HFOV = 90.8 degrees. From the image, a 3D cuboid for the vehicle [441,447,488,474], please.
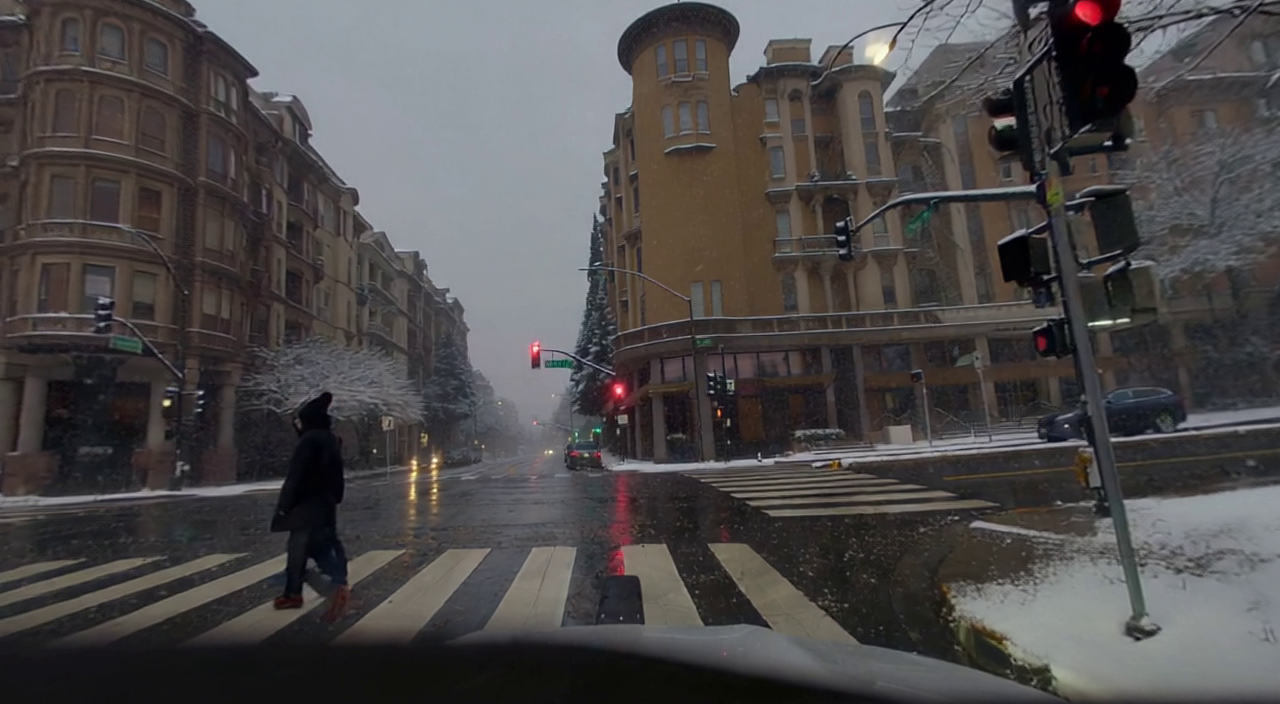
[{"bbox_3d":[-10.484,6.478,38.088,2.196,1.503,4.371,1,-9,-8],"label":"vehicle"}]
